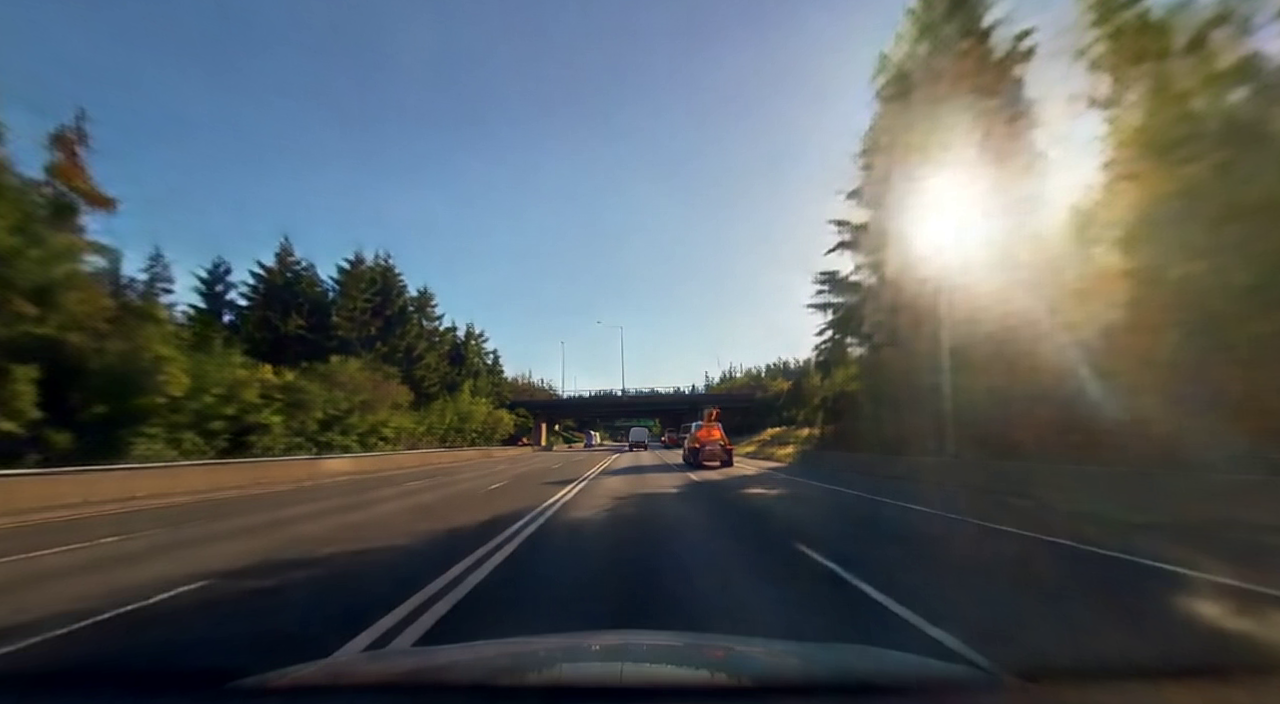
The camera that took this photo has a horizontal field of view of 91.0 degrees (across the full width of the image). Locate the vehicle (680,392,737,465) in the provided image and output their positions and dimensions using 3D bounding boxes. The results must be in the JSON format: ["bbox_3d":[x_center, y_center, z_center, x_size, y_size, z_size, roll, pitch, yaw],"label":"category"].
[{"bbox_3d":[4.233,4.866,40.036,2.875,4.206,4.999,-2,-7,-1],"label":"vehicle"}]
